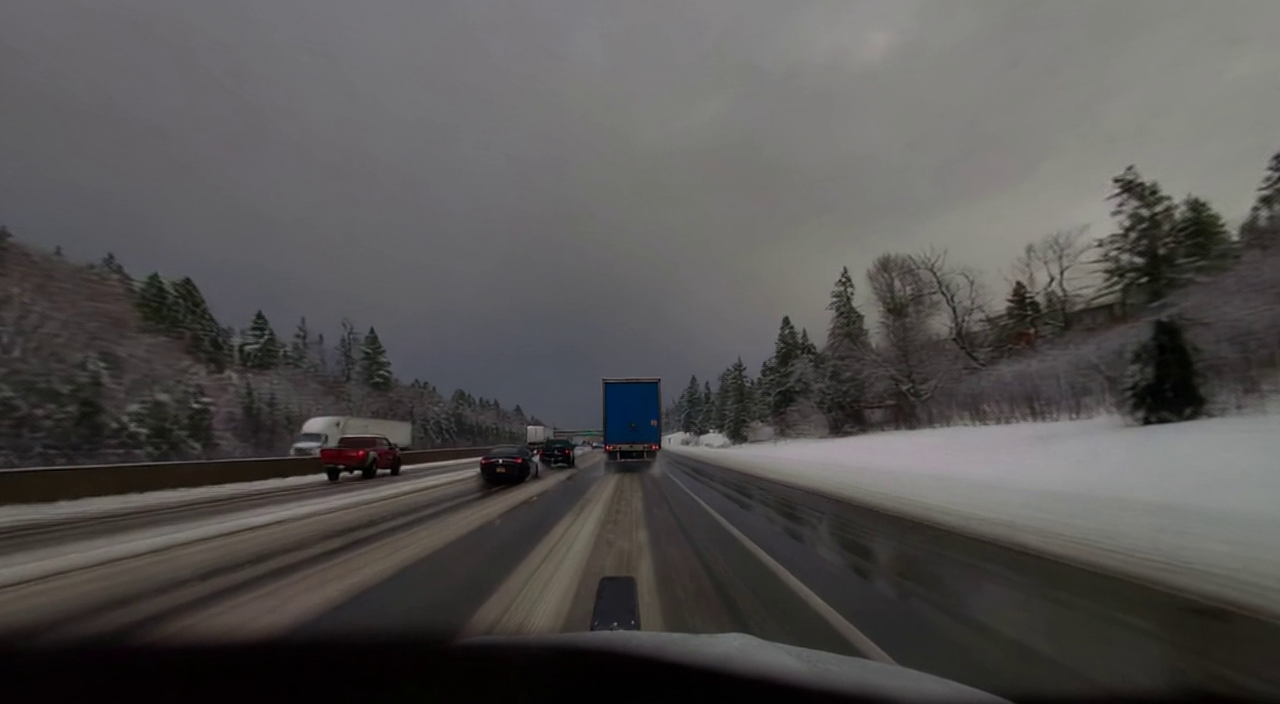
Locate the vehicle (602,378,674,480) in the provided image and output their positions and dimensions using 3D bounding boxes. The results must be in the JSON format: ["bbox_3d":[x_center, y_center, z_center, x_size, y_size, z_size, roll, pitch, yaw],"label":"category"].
[{"bbox_3d":[-0.356,3.860,30.919,2.913,4.113,10.724,0,-8,-3],"label":"vehicle"}]

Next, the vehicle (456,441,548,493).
[{"bbox_3d":[-4.524,3.819,21.317,2.164,1.582,3.979,0,-8,1],"label":"vehicle"}]

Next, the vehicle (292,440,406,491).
[{"bbox_3d":[-9.943,3.870,21.940,1.952,1.590,4.090,-1,-8,1],"label":"vehicle"}]

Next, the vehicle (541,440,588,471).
[{"bbox_3d":[-4.267,5.913,36.174,2.158,1.680,4.087,0,-8,1],"label":"vehicle"}]
